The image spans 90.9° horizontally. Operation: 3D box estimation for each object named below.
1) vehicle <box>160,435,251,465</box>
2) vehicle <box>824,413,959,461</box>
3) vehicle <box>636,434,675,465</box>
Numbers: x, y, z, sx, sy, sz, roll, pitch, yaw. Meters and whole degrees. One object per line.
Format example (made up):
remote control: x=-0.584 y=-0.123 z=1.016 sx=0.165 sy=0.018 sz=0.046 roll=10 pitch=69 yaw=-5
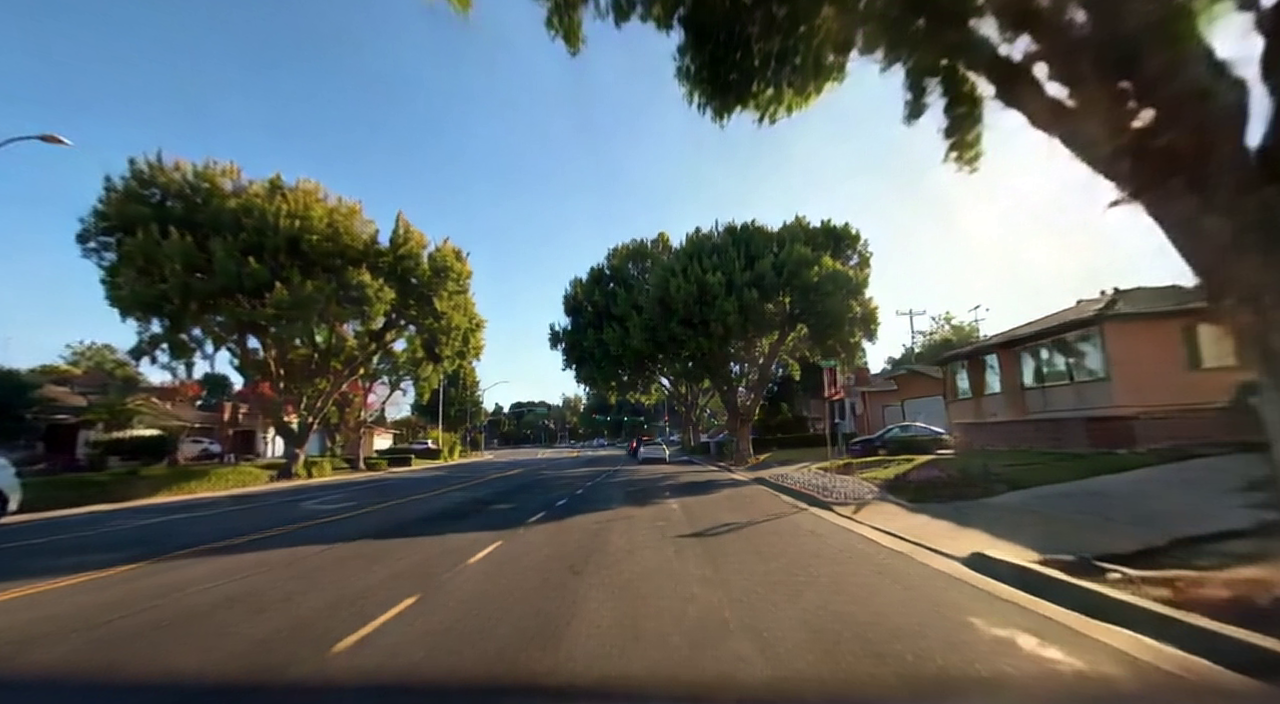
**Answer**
vehicle: x=-28.182 y=6.328 z=40.848 sx=5.100 sy=1.864 sz=2.490 roll=-4 pitch=-9 yaw=25
vehicle: x=10.442 y=3.572 z=26.435 sx=4.746 sy=1.485 sz=1.916 roll=-5 pitch=-8 yaw=0
vehicle: x=0.865 y=5.464 z=35.359 sx=2.088 sy=1.607 sz=3.903 roll=0 pitch=-8 yaw=2
